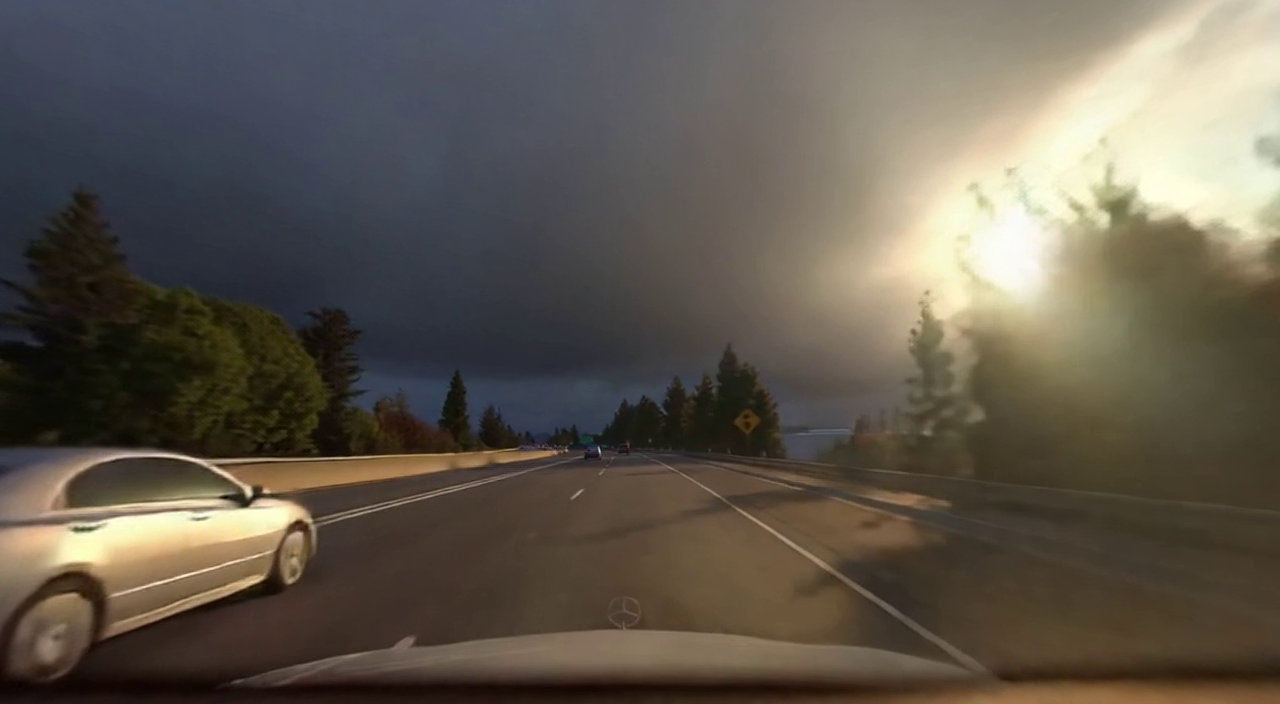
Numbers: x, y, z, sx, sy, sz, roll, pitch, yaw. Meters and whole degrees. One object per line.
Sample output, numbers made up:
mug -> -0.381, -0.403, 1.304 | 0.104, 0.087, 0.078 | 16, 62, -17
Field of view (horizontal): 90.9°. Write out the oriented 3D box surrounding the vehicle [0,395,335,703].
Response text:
vehicle -> -4.034, 1.107, 3.847 | 2.017, 1.522, 4.569 | 0, -9, 0
